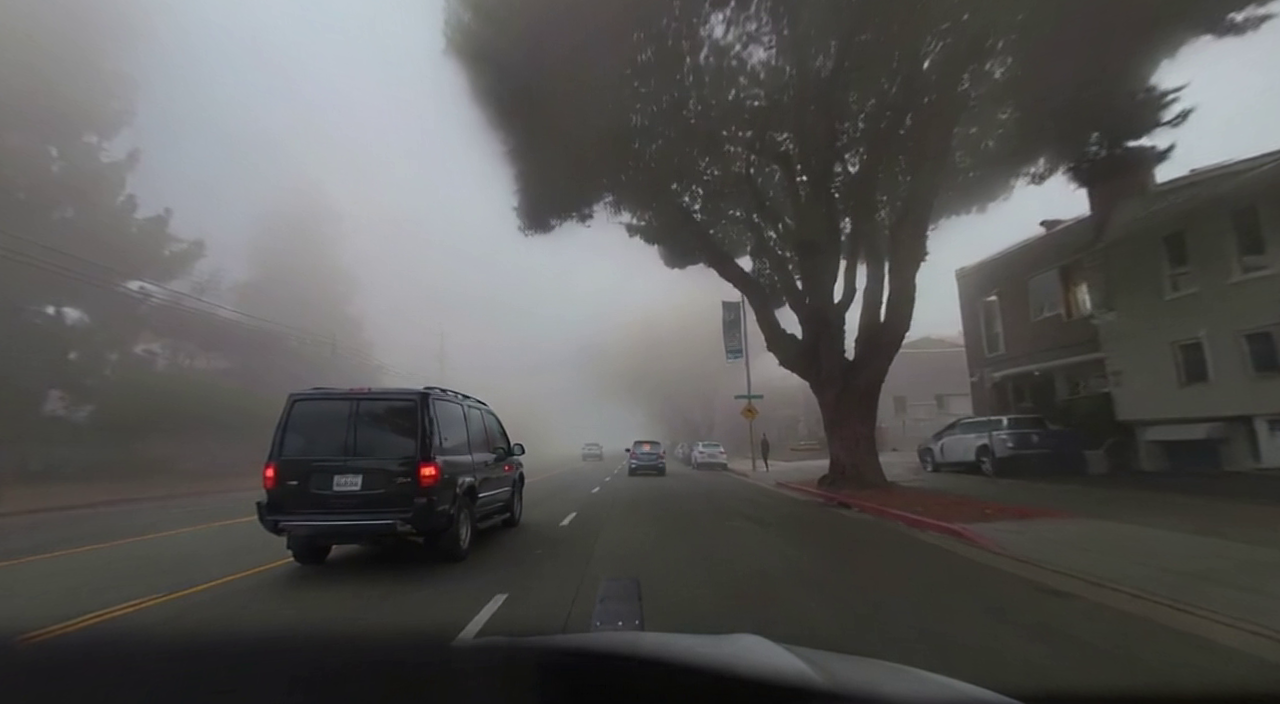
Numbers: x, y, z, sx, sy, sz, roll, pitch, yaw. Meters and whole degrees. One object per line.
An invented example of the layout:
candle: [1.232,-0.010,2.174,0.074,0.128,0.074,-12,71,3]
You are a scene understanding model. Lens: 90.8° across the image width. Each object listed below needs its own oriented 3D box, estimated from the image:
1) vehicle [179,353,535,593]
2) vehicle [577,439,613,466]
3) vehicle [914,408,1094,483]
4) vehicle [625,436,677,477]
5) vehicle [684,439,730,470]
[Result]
vehicle: [-2.931,1.452,8.231,2.213,2.123,5.124,0,-9,0]
vehicle: [-2.877,6.576,41.318,2.028,1.689,4.162,0,-9,1]
vehicle: [10.581,2.820,19.103,2.062,1.897,5.751,0,-8,1]
vehicle: [0.441,4.628,28.140,2.126,1.657,4.132,0,-9,0]
vehicle: [3.773,5.842,36.187,1.947,1.646,4.782,0,-9,-2]
